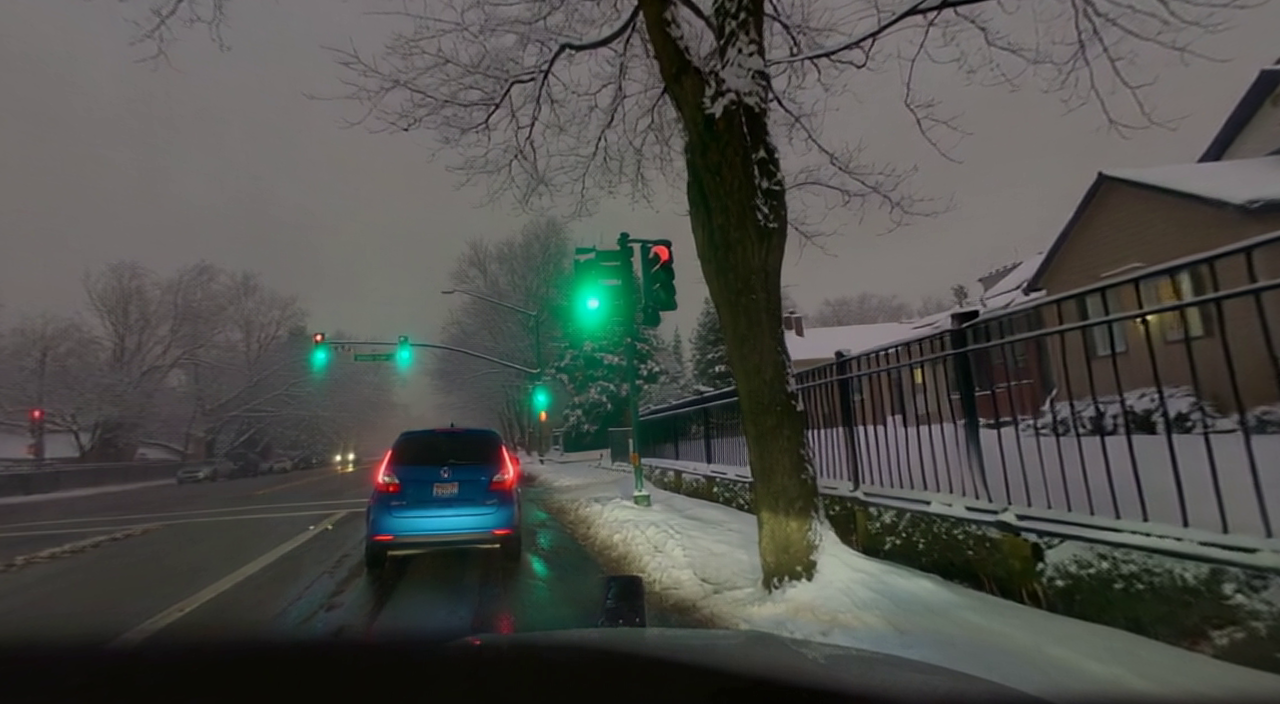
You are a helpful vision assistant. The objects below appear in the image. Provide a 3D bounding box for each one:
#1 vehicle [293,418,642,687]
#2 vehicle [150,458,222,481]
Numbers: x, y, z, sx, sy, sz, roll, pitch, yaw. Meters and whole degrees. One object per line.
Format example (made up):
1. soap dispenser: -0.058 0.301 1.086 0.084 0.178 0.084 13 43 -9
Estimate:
1. vehicle: -1.426 1.435 5.672 2.024 1.502 3.702 2 -9 -14
2. vehicle: -34.775 9.004 48.455 3.959 1.680 1.785 1 -9 -9
